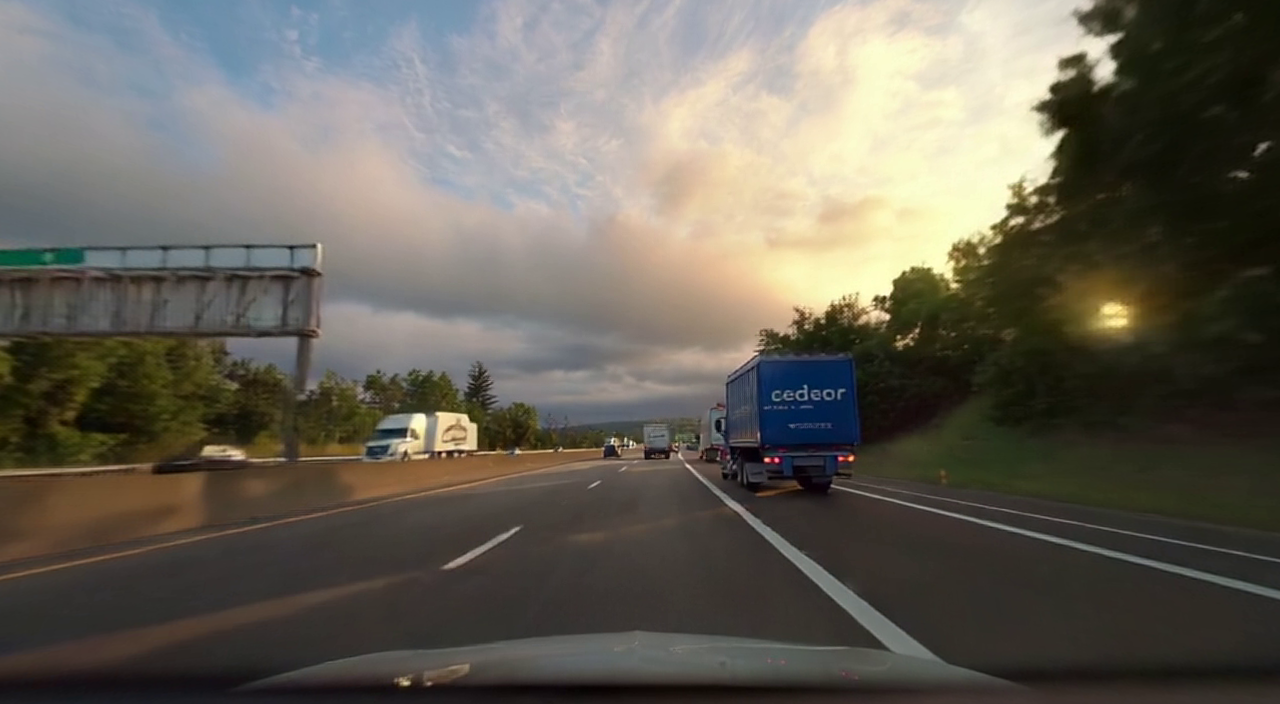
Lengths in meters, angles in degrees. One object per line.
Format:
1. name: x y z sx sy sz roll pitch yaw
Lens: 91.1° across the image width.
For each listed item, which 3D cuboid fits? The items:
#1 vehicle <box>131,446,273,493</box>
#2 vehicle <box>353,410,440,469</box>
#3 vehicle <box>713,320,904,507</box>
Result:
1. vehicle: -16.575 4.418 24.169 1.980 1.538 4.622 -1 -8 3
2. vehicle: -15.816 5.754 41.432 3.037 3.540 6.335 0 -7 1
3. vehicle: 4.027 1.907 18.005 2.920 3.860 10.035 0 -8 2
